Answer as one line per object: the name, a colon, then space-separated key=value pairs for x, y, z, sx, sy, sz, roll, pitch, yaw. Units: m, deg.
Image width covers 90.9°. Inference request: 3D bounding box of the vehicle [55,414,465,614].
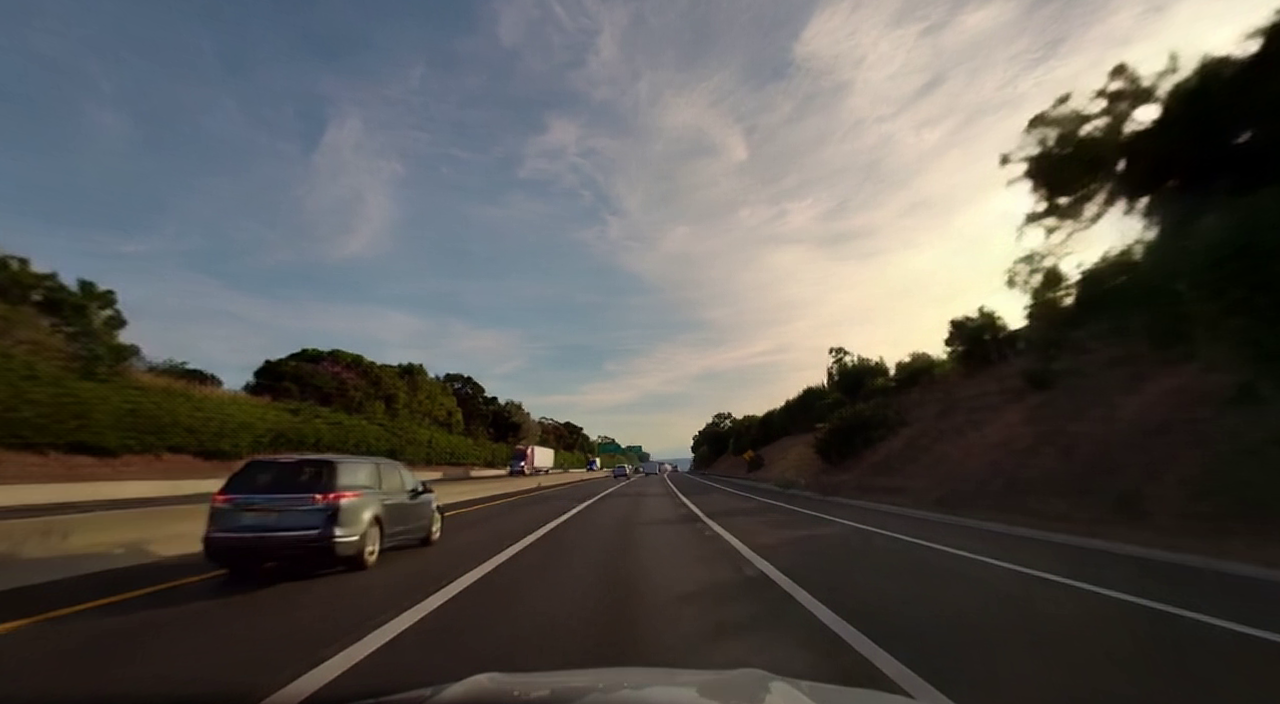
vehicle: x=-3.908 y=1.812 z=7.797 sx=2.053 sy=1.657 sz=4.725 roll=1 pitch=-10 yaw=0
